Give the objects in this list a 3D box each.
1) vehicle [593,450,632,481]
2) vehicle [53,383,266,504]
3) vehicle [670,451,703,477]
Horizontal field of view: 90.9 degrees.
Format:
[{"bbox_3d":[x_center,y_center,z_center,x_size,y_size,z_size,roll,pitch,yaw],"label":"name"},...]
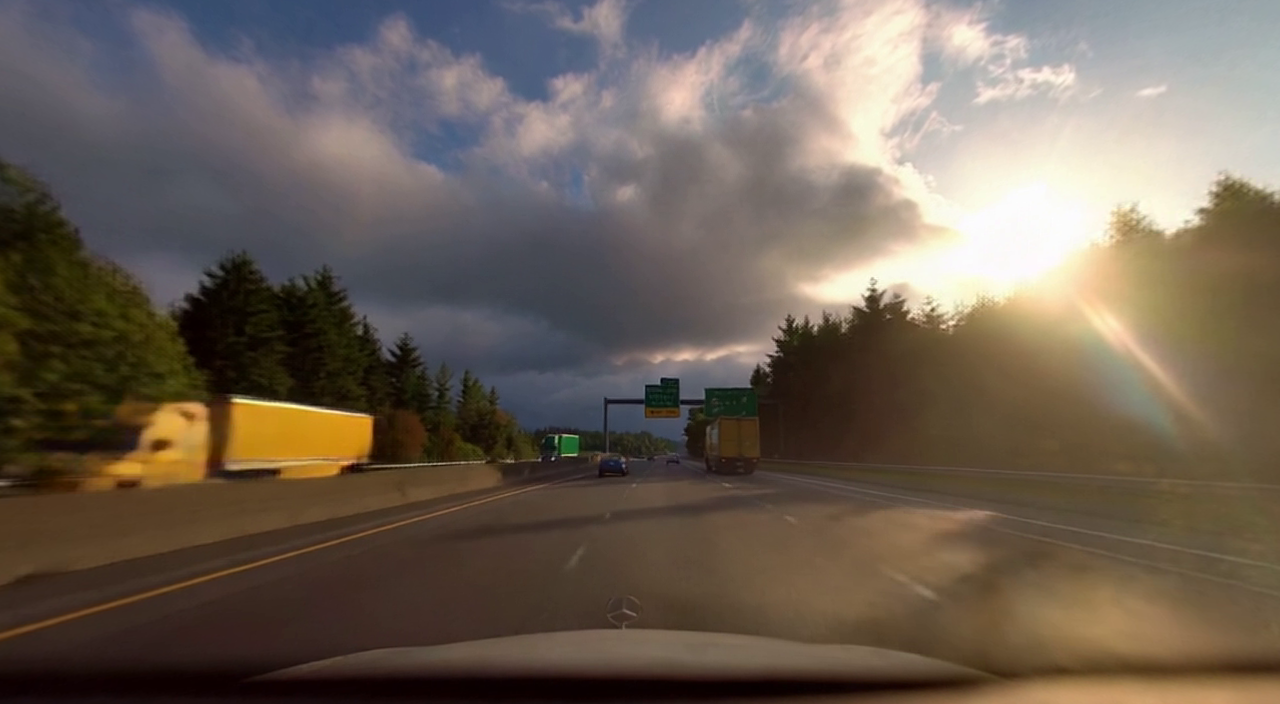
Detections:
[{"bbox_3d":[-1.472,6.307,35.260,1.960,1.579,4.384,0,-9,1],"label":"vehicle"},{"bbox_3d":[-17.717,3.484,23.919,3.005,3.979,5.919,-1,-9,2],"label":"vehicle"},{"bbox_3d":[2.937,7.171,40.650,1.957,1.541,4.099,0,-9,2],"label":"vehicle"}]
